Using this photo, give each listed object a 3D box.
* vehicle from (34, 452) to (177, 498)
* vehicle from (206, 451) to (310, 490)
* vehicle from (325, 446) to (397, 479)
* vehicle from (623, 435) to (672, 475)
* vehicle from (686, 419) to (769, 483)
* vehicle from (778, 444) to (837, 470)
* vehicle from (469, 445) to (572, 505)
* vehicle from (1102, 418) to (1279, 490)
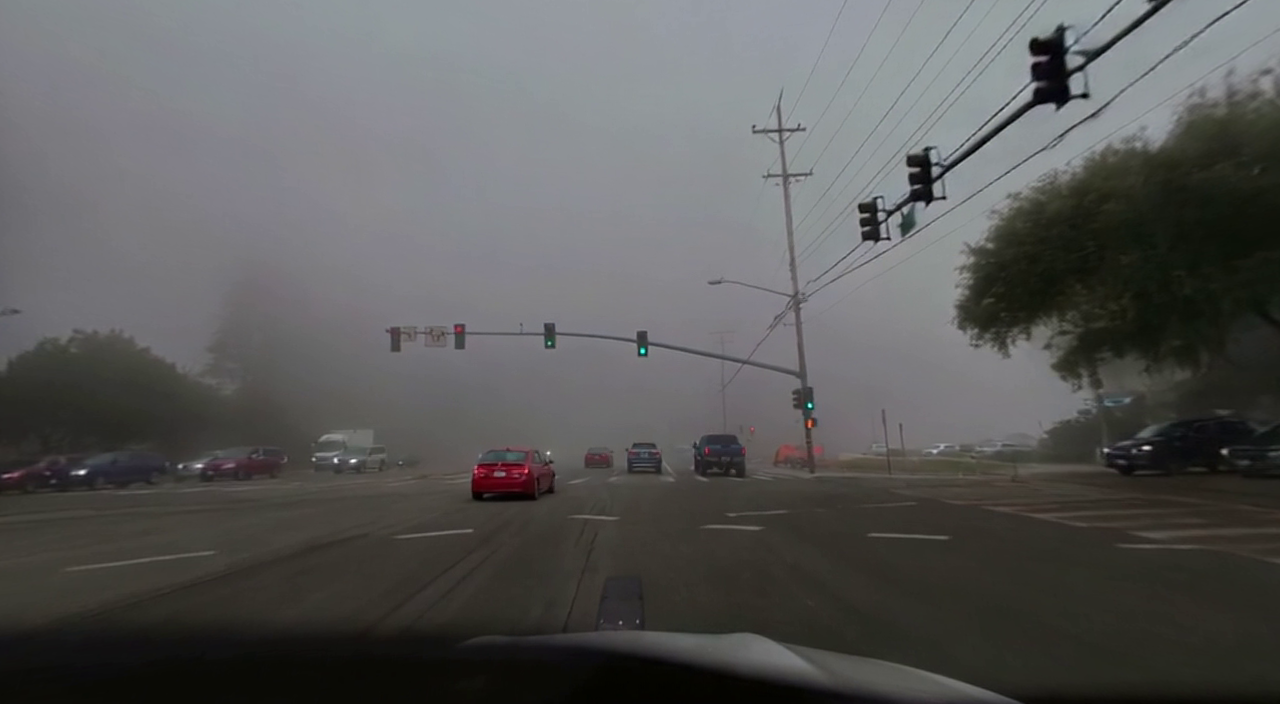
[{"bbox_3d":[-24.435,5.618,29.208,2.224,1.759,4.994,-4,-9,0],"label":"vehicle"},{"bbox_3d":[-17.950,5.545,30.009,1.958,1.683,4.559,-1,-9,2],"label":"vehicle"},{"bbox_3d":[-17.364,6.863,39.676,2.000,1.894,5.301,-1,-9,1],"label":"vehicle"},{"bbox_3d":[0.507,6.021,37.091,2.643,2.145,5.585,-1,-9,2],"label":"vehicle"},{"bbox_3d":[3.908,4.646,29.871,2.905,2.636,6.895,0,-9,0],"label":"vehicle"},{"bbox_3d":[11.312,7.151,43.067,2.010,1.633,4.246,2,-9,-14],"label":"vehicle"},{"bbox_3d":[-3.256,3.442,18.191,1.939,1.494,4.499,-1,-9,2],"label":"vehicle"},{"bbox_3d":[15.469,2.738,16.979,4.681,1.756,2.109,2,-9,-9],"label":"vehicle"}]
